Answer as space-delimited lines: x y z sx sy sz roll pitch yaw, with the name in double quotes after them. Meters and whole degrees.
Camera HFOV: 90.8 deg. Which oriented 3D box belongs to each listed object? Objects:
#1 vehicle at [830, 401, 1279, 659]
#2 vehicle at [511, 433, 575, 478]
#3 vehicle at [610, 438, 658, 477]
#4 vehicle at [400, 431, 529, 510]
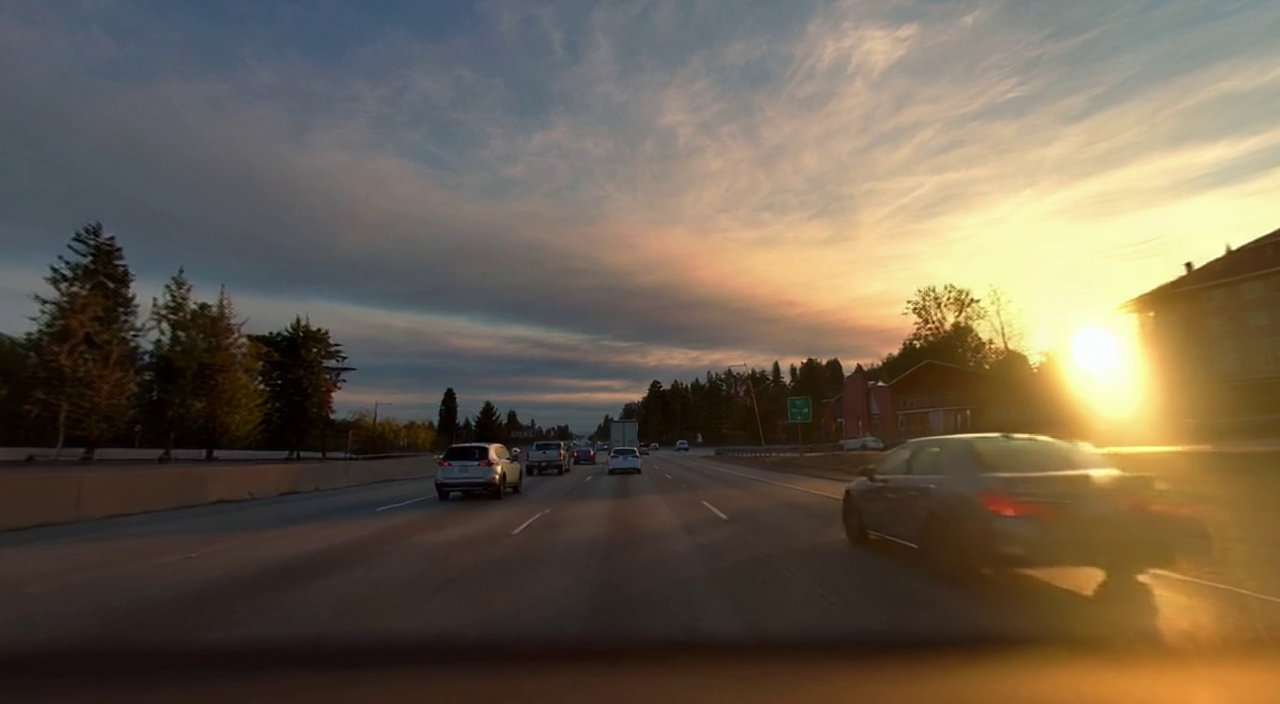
3.533 1.403 6.044 2.027 1.554 4.252 0 -9 -1 "vehicle"
-4.540 4.966 30.529 2.301 1.944 5.482 0 -9 -1 "vehicle"
-0.301 4.907 29.592 2.063 1.703 4.203 0 -9 -1 "vehicle"
-4.064 2.820 15.429 1.988 1.668 4.021 0 -9 0 "vehicle"
